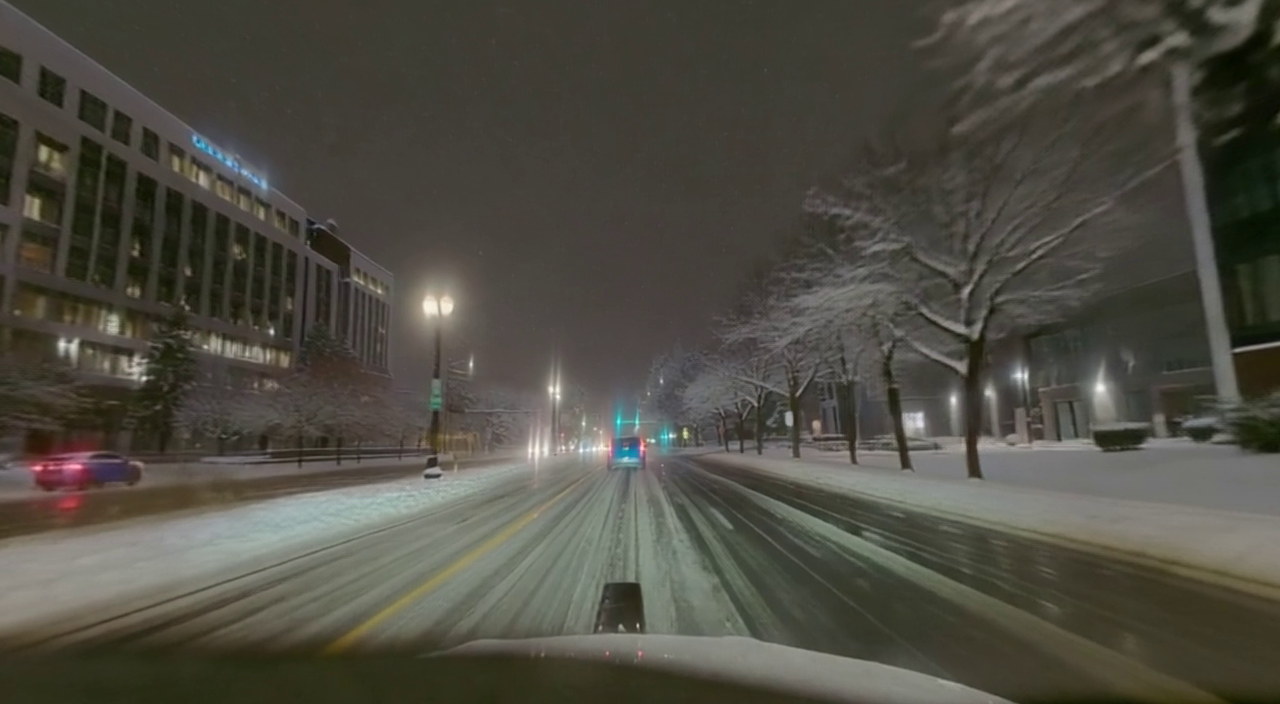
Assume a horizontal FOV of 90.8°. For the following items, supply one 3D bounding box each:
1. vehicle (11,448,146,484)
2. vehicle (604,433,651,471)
[{"bbox_3d":[-29.692,6.001,33.629,4.813,1.783,1.983,3,-9,-20],"label":"vehicle"},{"bbox_3d":[-0.624,5.254,33.356,2.313,1.860,4.319,0,-8,-1],"label":"vehicle"}]
